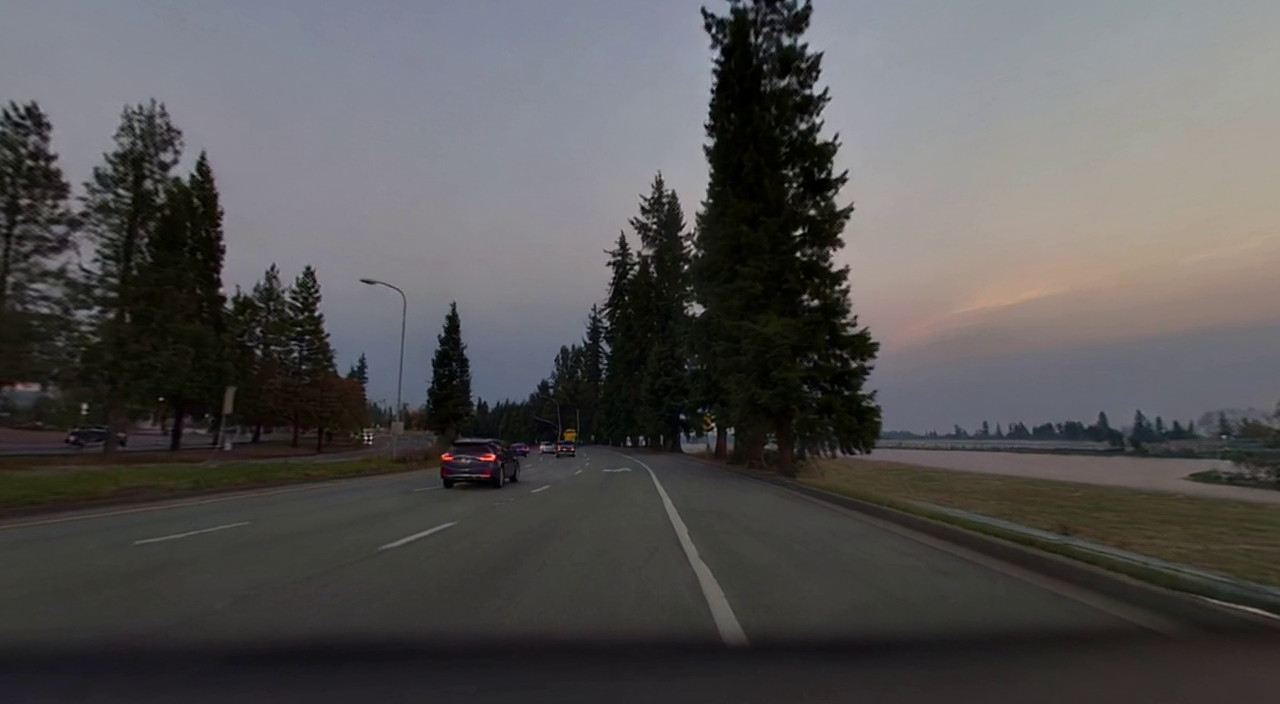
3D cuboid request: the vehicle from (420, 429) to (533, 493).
[{"bbox_3d":[-4.910,3.345,19.764,2.210,1.737,4.649,0,-8,1],"label":"vehicle"}]
